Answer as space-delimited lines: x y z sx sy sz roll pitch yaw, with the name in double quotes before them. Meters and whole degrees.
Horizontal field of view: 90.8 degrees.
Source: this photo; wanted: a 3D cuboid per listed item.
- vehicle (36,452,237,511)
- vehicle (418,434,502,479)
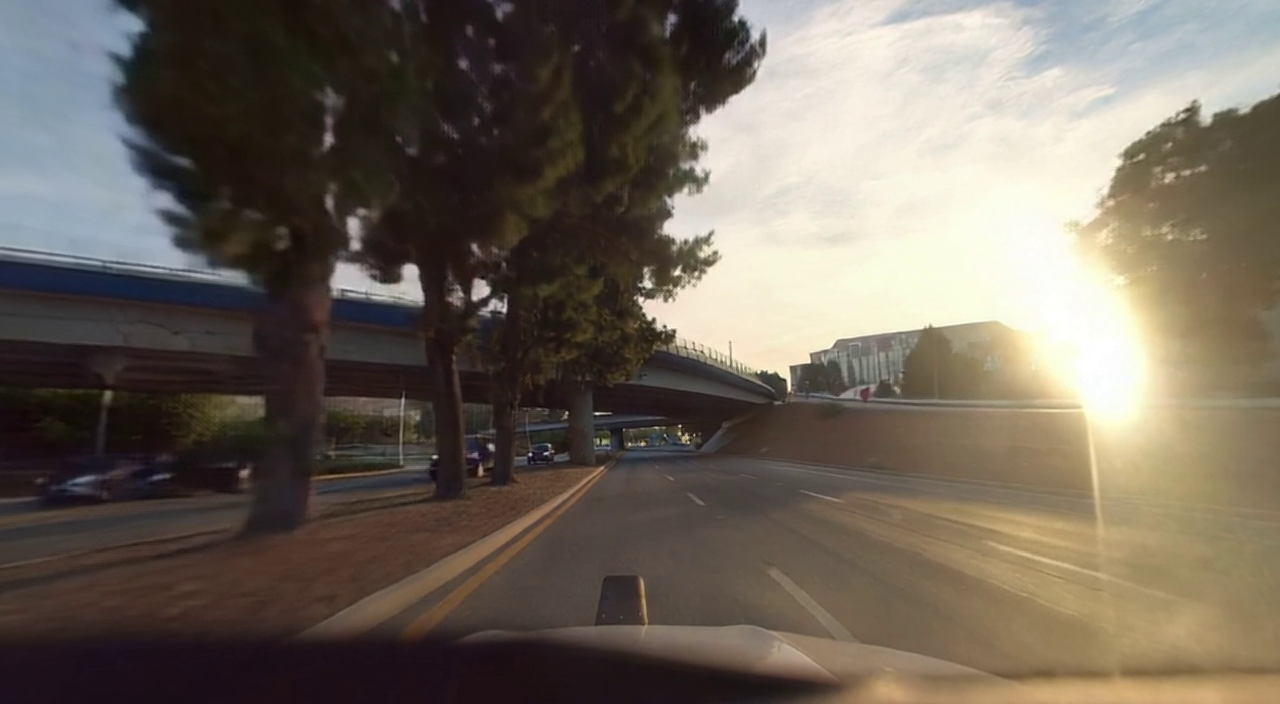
"vehicle" -15.350 3.928 19.756 2.167 1.506 4.924 0 -8 1
"vehicle" -8.582 5.035 30.805 2.312 1.970 5.878 0 -8 1
